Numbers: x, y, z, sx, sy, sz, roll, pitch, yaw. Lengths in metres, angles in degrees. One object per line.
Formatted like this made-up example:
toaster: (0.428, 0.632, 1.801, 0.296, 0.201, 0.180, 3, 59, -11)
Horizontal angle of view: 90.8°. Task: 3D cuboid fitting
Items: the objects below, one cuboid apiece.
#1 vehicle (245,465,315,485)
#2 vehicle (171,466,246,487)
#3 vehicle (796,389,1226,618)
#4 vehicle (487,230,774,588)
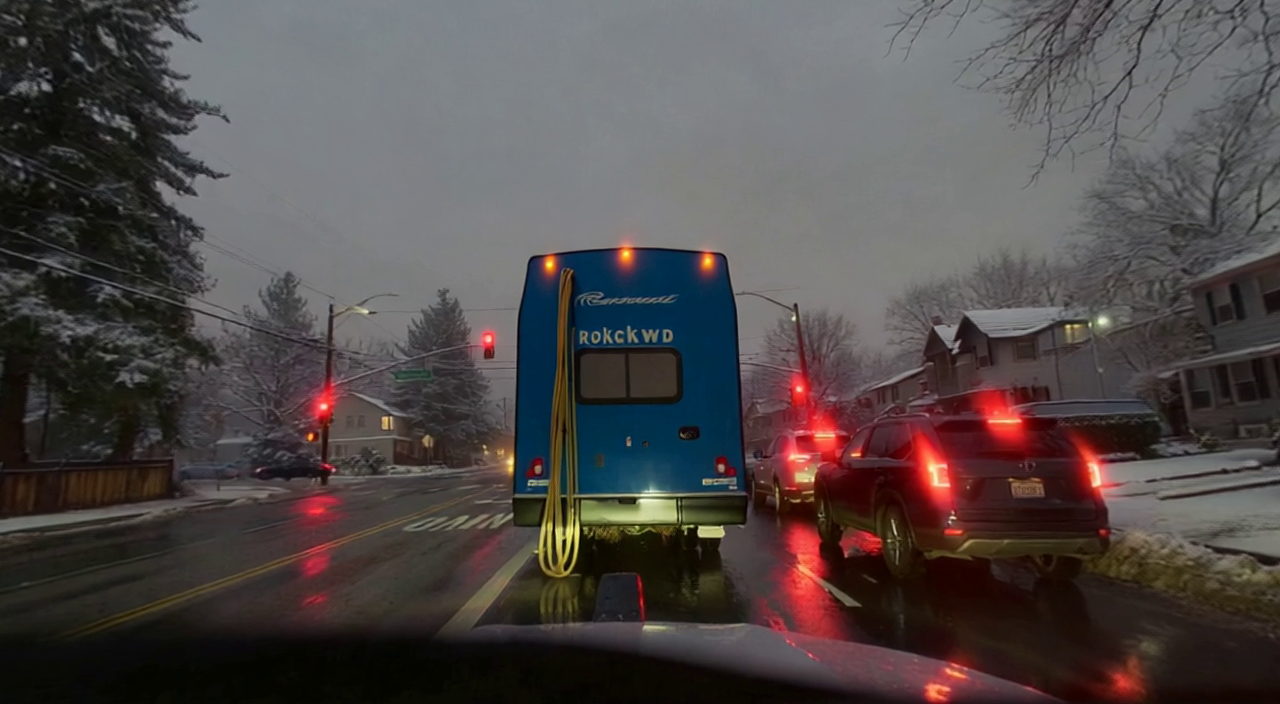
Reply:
vehicle: (-27.420, 9.356, 48.140, 4.187, 1.445, 1.809, 0, -9, 0)
vehicle: (-32.703, 9.408, 47.949, 4.311, 1.458, 1.707, 0, -9, -3)
vehicle: (3.401, 1.491, 7.119, 2.104, 1.735, 4.408, 0, -9, 0)
vehicle: (-0.091, 1.097, 10.280, 2.709, 3.511, 8.213, 0, -9, 0)
